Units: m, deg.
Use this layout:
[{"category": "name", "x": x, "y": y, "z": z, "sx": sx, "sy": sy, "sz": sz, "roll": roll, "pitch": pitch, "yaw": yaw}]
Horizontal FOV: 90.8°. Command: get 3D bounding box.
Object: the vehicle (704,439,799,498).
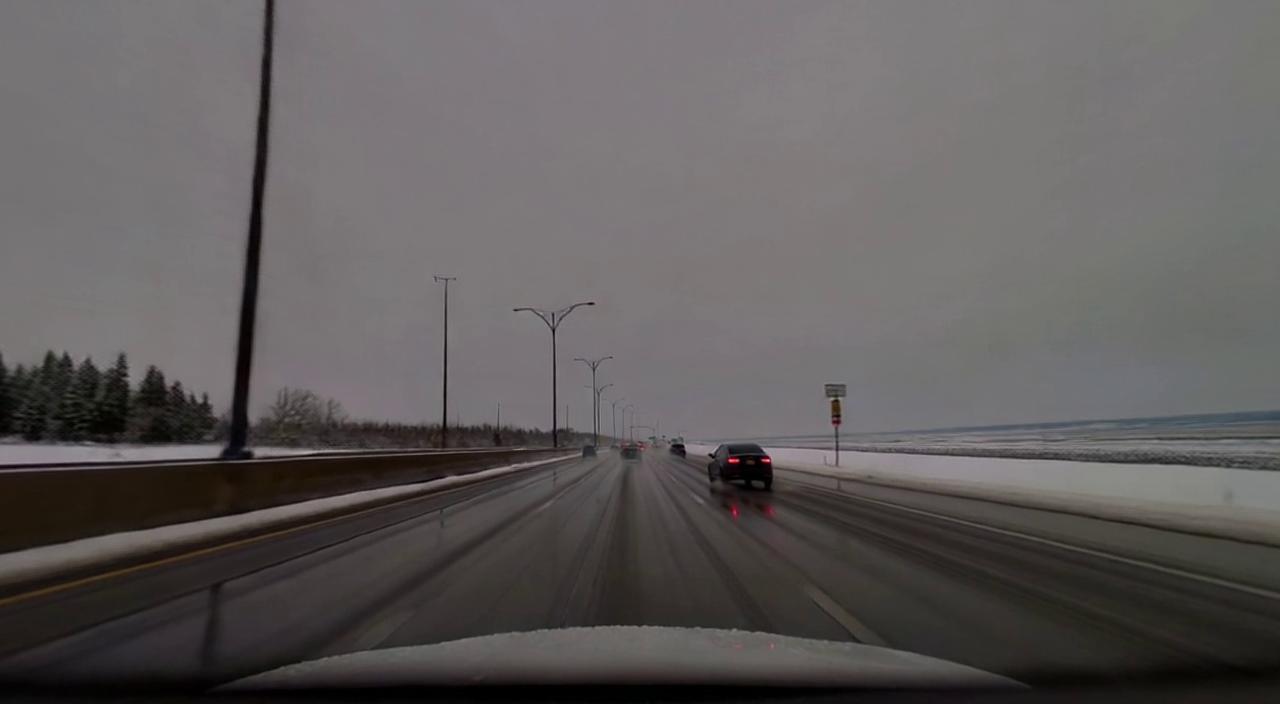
[{"category": "vehicle", "x": 3.068, "y": 3.300, "z": 18.395, "sx": 1.890, "sy": 1.490, "sz": 4.373, "roll": 0, "pitch": -8, "yaw": -1}]
